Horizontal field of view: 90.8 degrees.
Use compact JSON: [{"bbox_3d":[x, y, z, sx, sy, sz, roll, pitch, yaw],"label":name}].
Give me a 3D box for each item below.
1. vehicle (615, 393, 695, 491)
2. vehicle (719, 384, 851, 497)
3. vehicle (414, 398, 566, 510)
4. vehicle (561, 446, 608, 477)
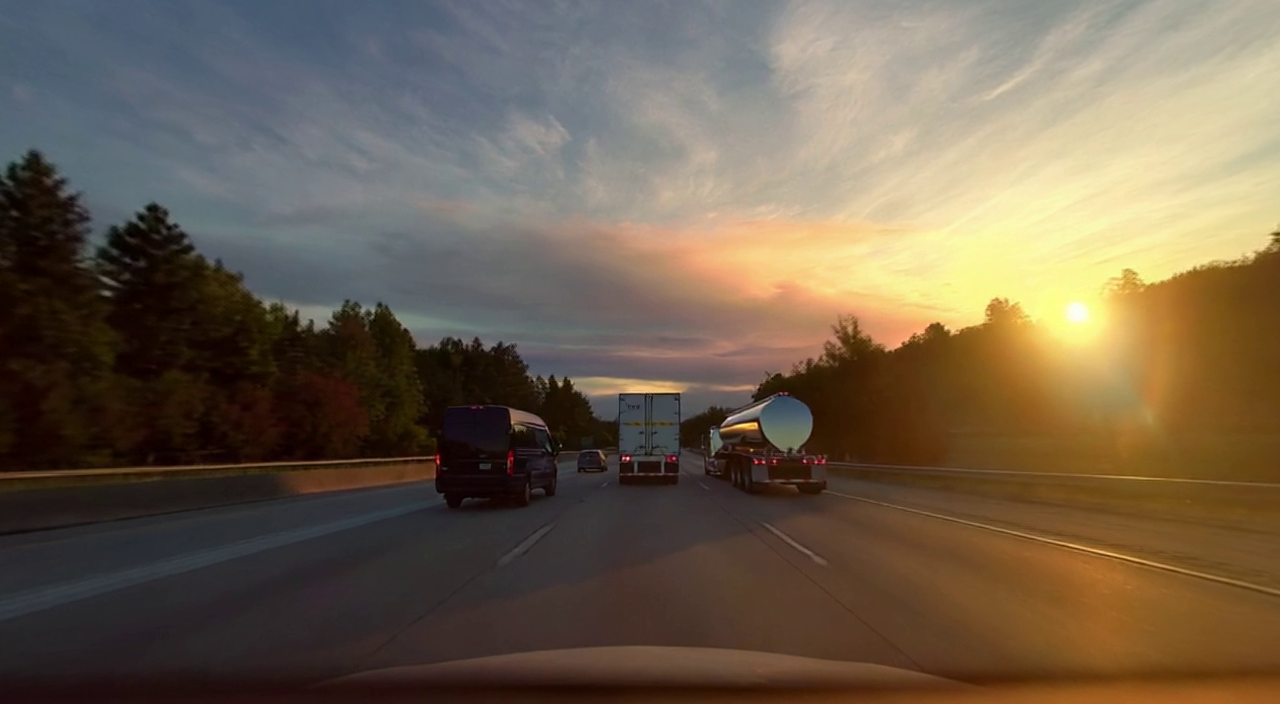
[{"bbox_3d":[0.337,3.962,27.271,2.773,3.455,9.118,0,-9,-3],"label":"vehicle"},{"bbox_3d":[5.207,3.618,25.398,2.706,3.500,11.483,0,-9,1],"label":"vehicle"},{"bbox_3d":[-3.845,2.848,17.777,2.525,2.572,6.260,0,-9,2],"label":"vehicle"},{"bbox_3d":[-3.172,6.354,36.862,2.134,1.652,4.439,-1,-9,3],"label":"vehicle"}]
